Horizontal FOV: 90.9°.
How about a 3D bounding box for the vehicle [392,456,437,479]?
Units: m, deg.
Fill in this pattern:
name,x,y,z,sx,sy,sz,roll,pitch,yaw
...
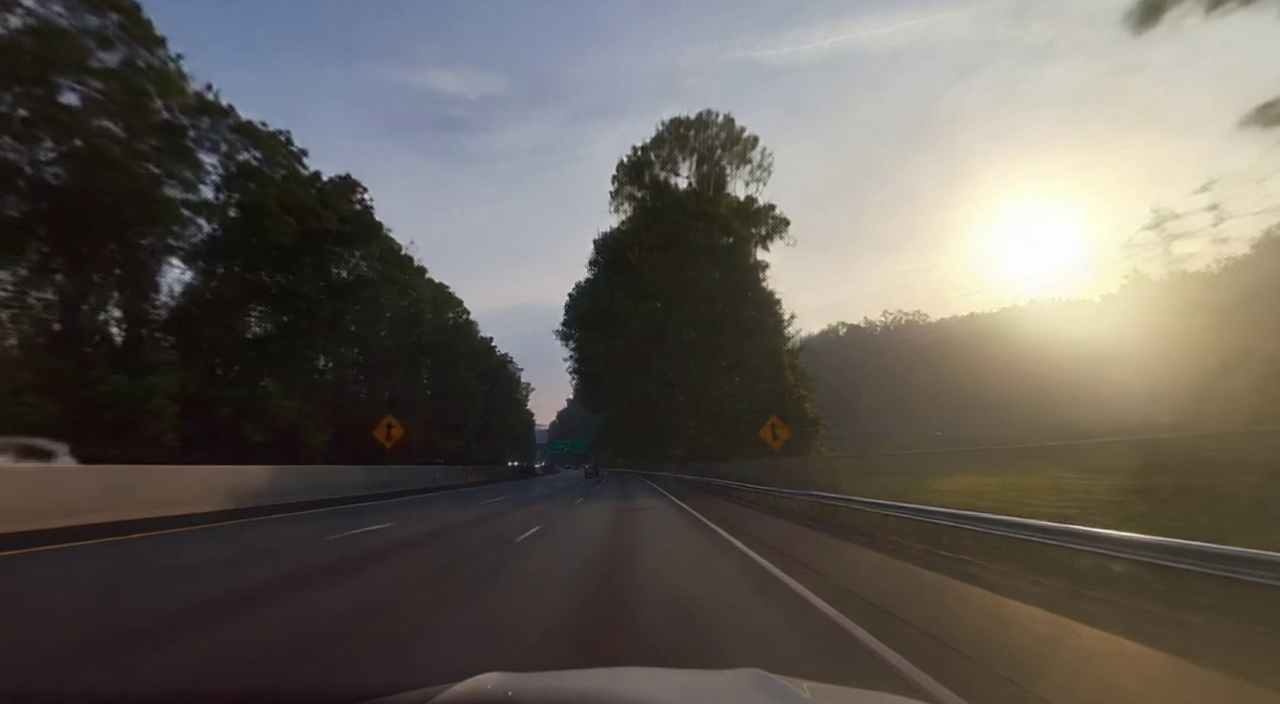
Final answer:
name,x,y,z,sx,sy,sz,roll,pitch,yaw
vehicle,-17.205,8.844,48.207,1.970,1.612,3.987,1,-11,-1
